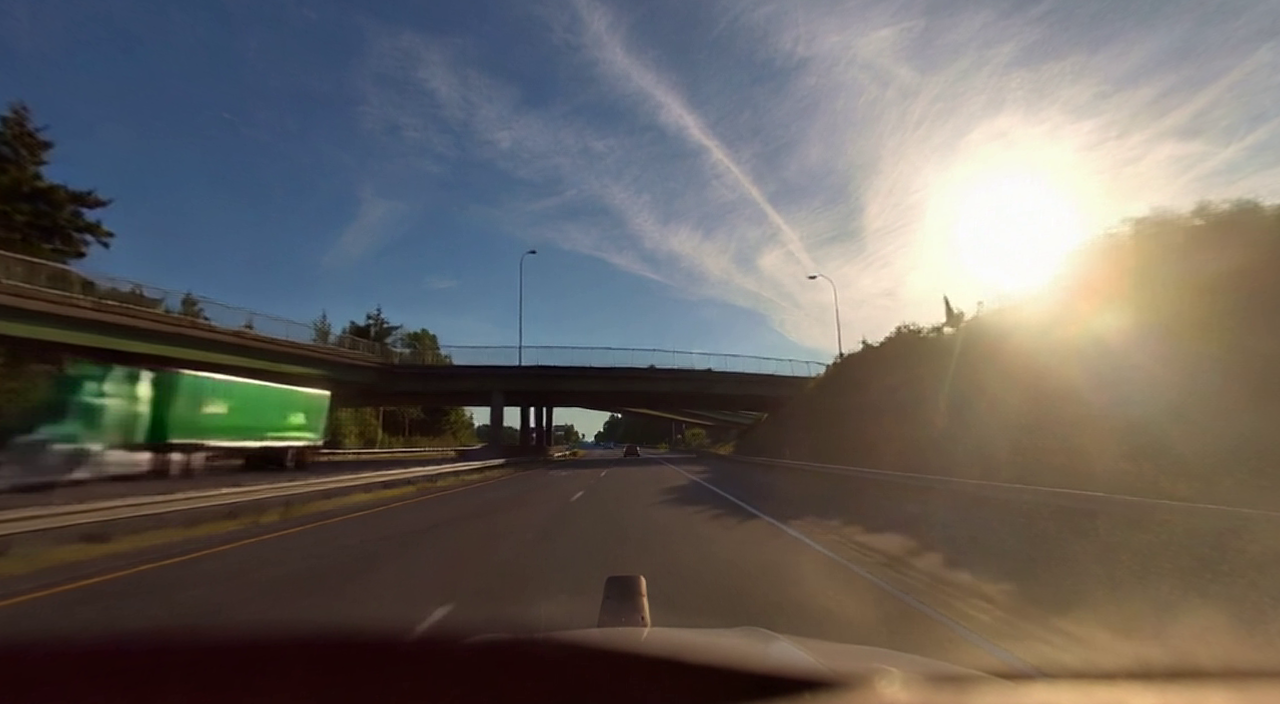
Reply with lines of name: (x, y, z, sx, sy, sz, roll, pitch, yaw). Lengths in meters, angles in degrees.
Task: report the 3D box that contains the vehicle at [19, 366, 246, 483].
vehicle: (-18.845, 2.901, 24.189, 3.317, 3.898, 6.395, 0, -9, -3)
